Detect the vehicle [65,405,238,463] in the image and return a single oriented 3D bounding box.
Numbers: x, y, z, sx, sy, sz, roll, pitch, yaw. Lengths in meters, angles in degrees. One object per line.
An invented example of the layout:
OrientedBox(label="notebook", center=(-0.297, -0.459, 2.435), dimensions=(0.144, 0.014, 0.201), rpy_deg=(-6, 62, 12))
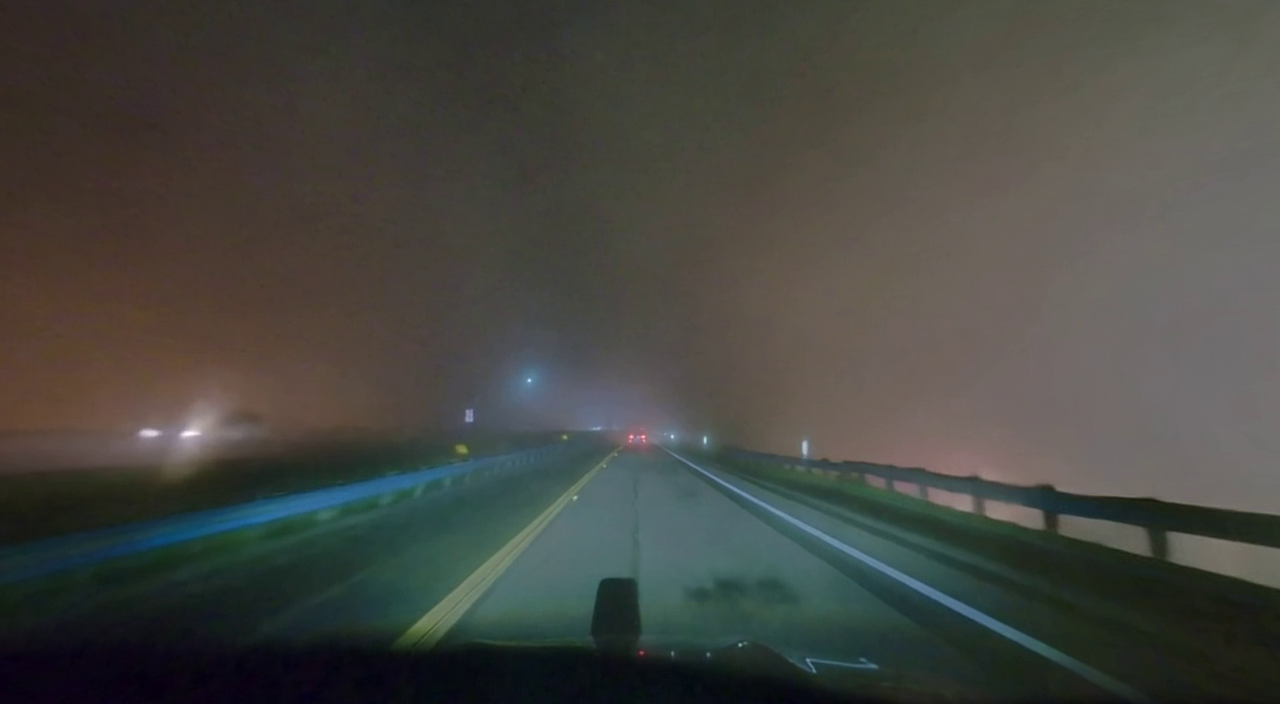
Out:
OrientedBox(label="vehicle", center=(-15.446, 2.645, 20.262), dimensions=(1.969, 1.645, 4.421), rpy_deg=(0, -8, 0))
